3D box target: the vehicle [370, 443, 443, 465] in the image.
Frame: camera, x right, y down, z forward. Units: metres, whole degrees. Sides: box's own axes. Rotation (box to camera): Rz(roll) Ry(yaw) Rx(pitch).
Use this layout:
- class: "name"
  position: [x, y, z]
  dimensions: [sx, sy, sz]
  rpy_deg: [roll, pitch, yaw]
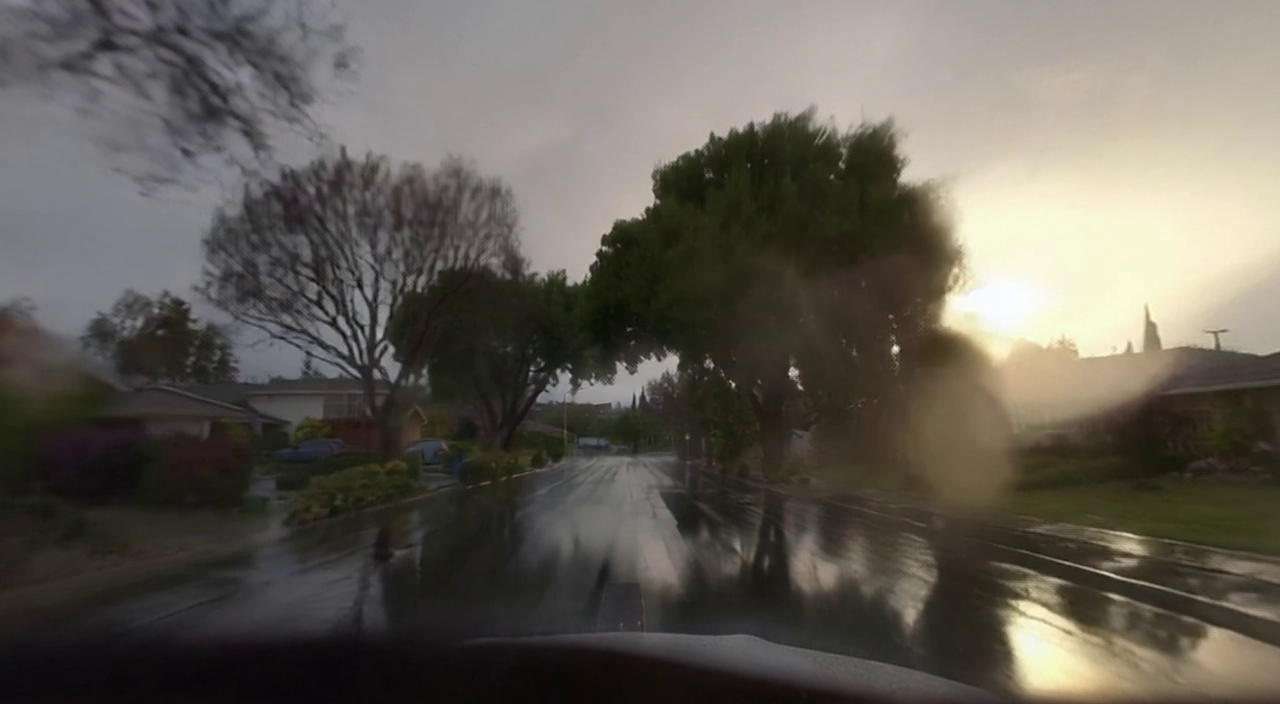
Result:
- class: "vehicle"
  position: [-16.567, 7.270, 44.956]
  dimensions: [4.307, 1.508, 2.072]
  rpy_deg: [0, -10, 0]

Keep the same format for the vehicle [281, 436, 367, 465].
- class: "vehicle"
  position: [-20.147, 6.308, 40.425]
  dimensions: [4.359, 1.789, 2.123]
  rpy_deg: [0, -10, -1]
